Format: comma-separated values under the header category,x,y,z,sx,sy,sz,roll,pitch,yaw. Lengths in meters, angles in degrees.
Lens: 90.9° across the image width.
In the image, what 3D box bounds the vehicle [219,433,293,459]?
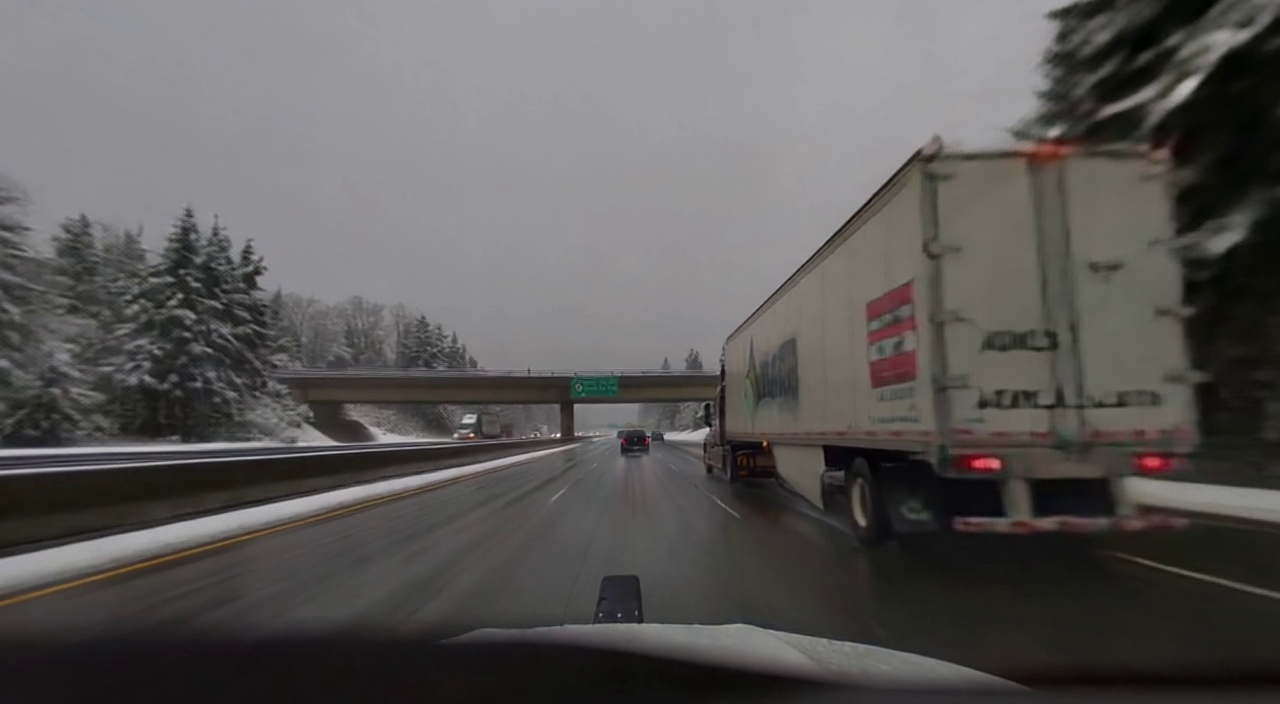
category,x,y,z,sx,sy,sz,roll,pitch,yaw
vehicle,-22.700,5.555,37.468,1.758,1.455,4.298,0,-8,-1

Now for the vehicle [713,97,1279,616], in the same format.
category,x,y,z,sx,sy,sz,roll,pitch,yaw
vehicle,3.873,0.862,11.858,2.987,4.021,14.105,0,-8,-1

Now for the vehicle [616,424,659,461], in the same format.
category,x,y,z,sx,sy,sz,roll,pitch,yaw
vehicle,-0.182,5.078,35.508,2.277,1.913,4.510,0,-8,-1
